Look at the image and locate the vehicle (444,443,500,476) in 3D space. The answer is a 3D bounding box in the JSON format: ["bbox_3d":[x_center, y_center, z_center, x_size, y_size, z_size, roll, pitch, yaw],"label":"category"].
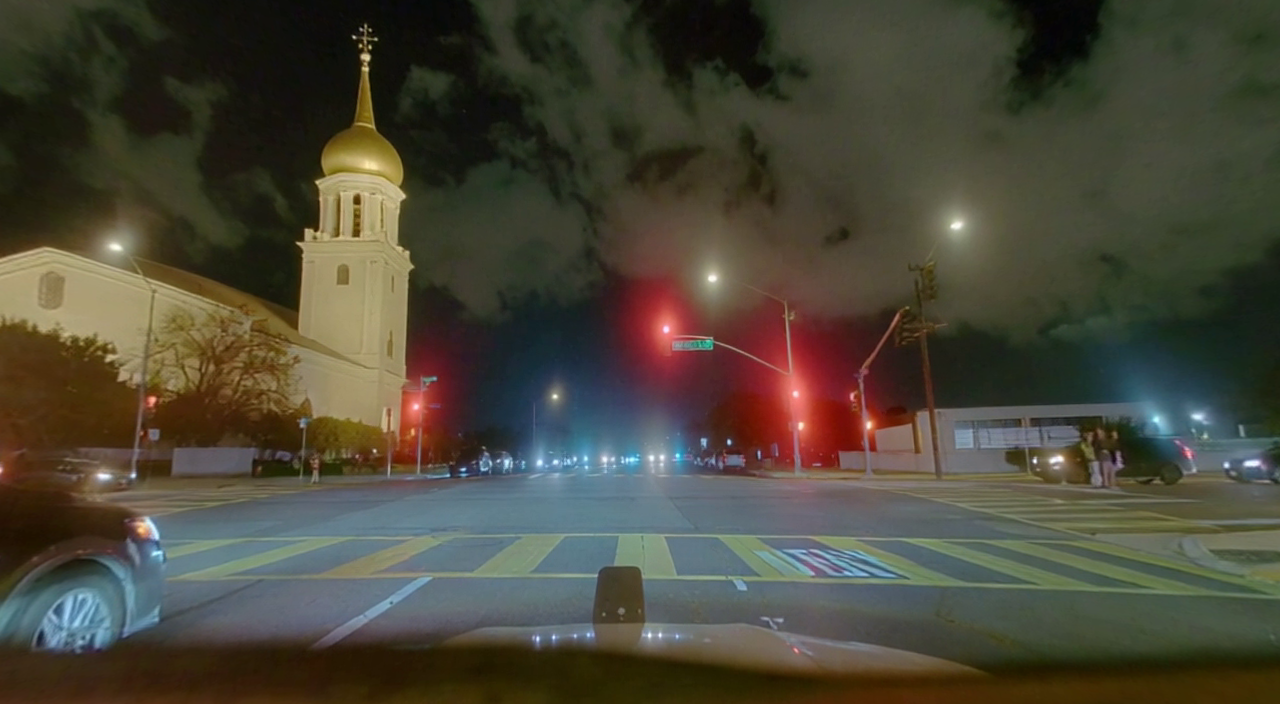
[{"bbox_3d":[-10.246,6.561,38.968,2.076,1.876,4.669,0,-8,1],"label":"vehicle"}]

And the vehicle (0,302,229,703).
[{"bbox_3d":[-3.876,0.582,1.192,2.251,2.009,5.688,0,-8,1],"label":"vehicle"}]

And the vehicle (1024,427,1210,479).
[{"bbox_3d":[19.871,4.242,26.575,5.852,2.057,2.361,0,-8,0],"label":"vehicle"}]

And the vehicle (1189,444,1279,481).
[{"bbox_3d":[26.365,4.636,26.662,4.561,1.475,1.850,0,-8,0],"label":"vehicle"}]

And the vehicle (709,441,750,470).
[{"bbox_3d":[5.823,6.773,41.528,1.969,1.776,4.329,0,-8,-2],"label":"vehicle"}]
